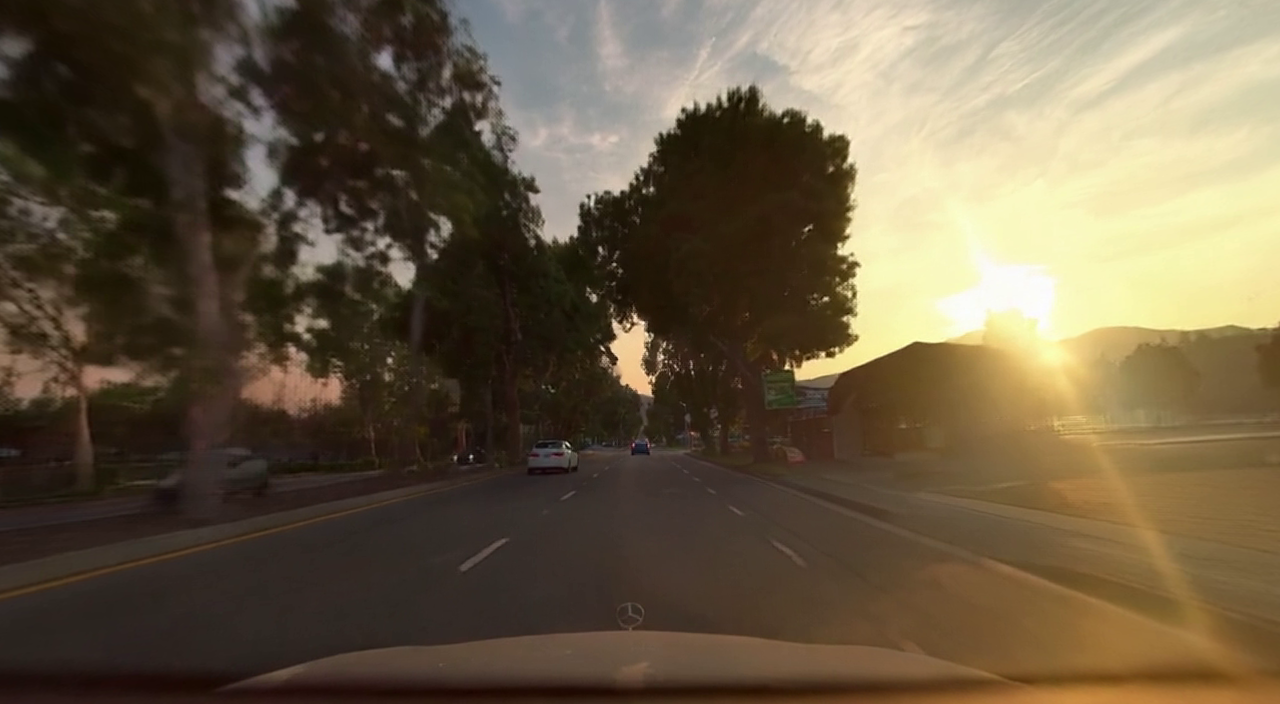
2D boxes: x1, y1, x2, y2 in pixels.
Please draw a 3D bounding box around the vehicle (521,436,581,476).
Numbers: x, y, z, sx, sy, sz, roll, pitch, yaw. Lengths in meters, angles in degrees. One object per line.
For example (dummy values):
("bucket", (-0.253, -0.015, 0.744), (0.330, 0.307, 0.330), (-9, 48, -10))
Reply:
("vehicle", (-3.871, 4.583, 28.108), (1.914, 1.630, 4.351), (0, -8, 1))
